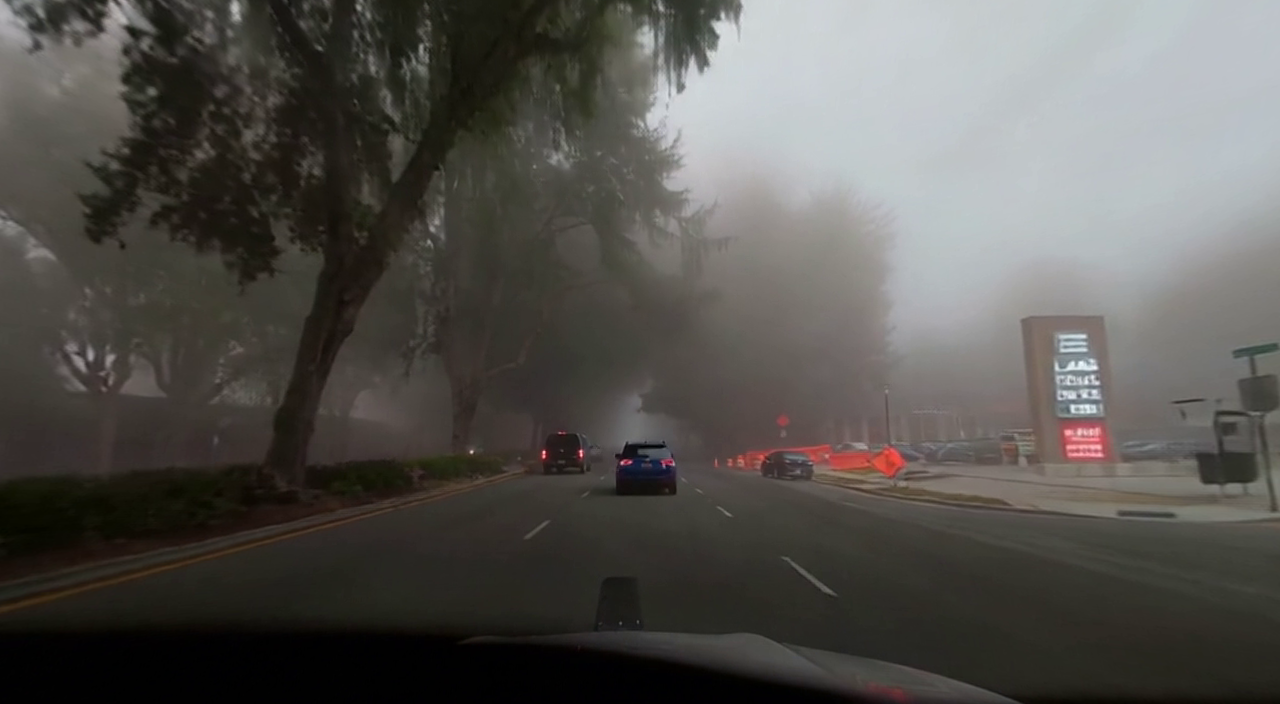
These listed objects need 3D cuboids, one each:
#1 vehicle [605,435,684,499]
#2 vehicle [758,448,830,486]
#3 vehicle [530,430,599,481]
[{"bbox_3d":[0.090,3.485,19.525,2.168,1.725,4.192,0,-9,-1],"label":"vehicle"},{"bbox_3d":[6.842,5.145,28.536,2.076,1.535,4.460,1,-9,-1],"label":"vehicle"},{"bbox_3d":[-3.256,4.649,28.599,2.357,2.063,5.488,0,-9,1],"label":"vehicle"}]
